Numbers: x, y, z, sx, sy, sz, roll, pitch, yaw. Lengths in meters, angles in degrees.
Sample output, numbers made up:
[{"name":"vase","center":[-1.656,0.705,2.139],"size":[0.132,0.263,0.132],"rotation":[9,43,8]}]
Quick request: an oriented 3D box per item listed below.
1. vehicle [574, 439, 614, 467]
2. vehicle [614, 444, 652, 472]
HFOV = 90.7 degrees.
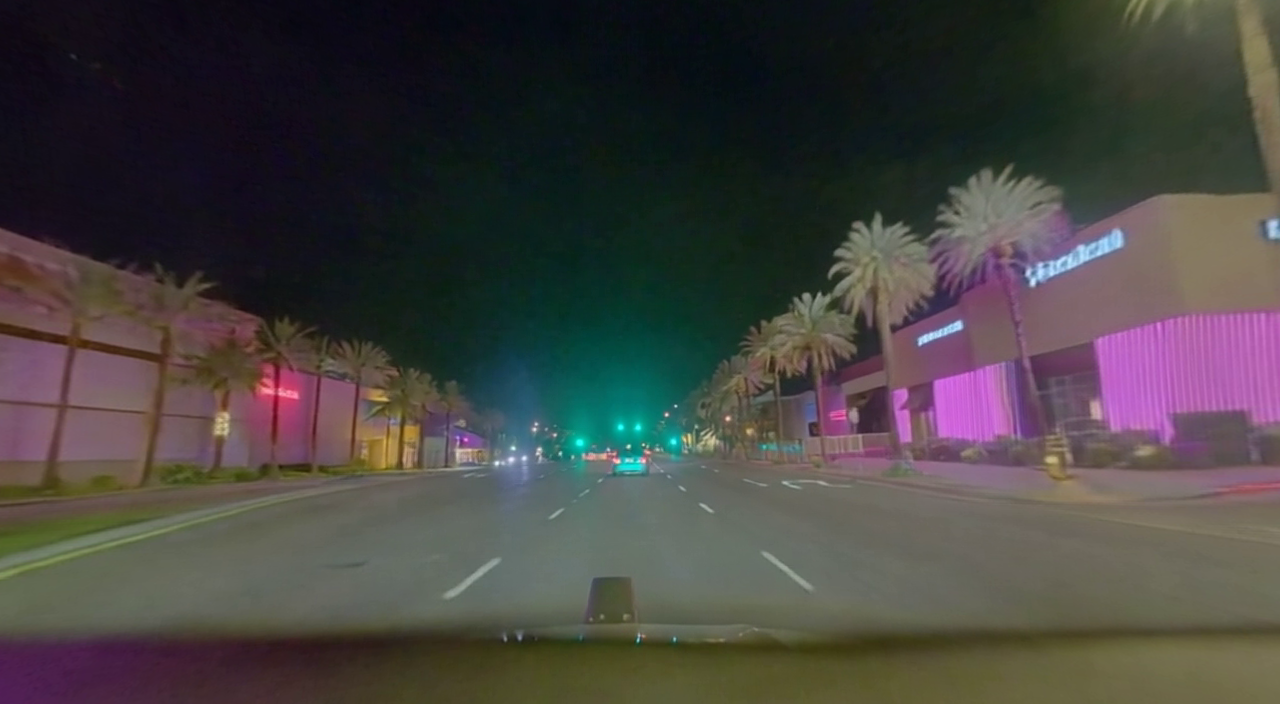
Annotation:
[{"name":"vehicle","center":[-3.498,7.823,49.119],"size":[2.672,2.064,5.681],"rotation":[0,-9,0]},{"name":"vehicle","center":[-0.380,6.593,39.515],"size":[2.160,1.615,4.117],"rotation":[0,-9,1]}]
